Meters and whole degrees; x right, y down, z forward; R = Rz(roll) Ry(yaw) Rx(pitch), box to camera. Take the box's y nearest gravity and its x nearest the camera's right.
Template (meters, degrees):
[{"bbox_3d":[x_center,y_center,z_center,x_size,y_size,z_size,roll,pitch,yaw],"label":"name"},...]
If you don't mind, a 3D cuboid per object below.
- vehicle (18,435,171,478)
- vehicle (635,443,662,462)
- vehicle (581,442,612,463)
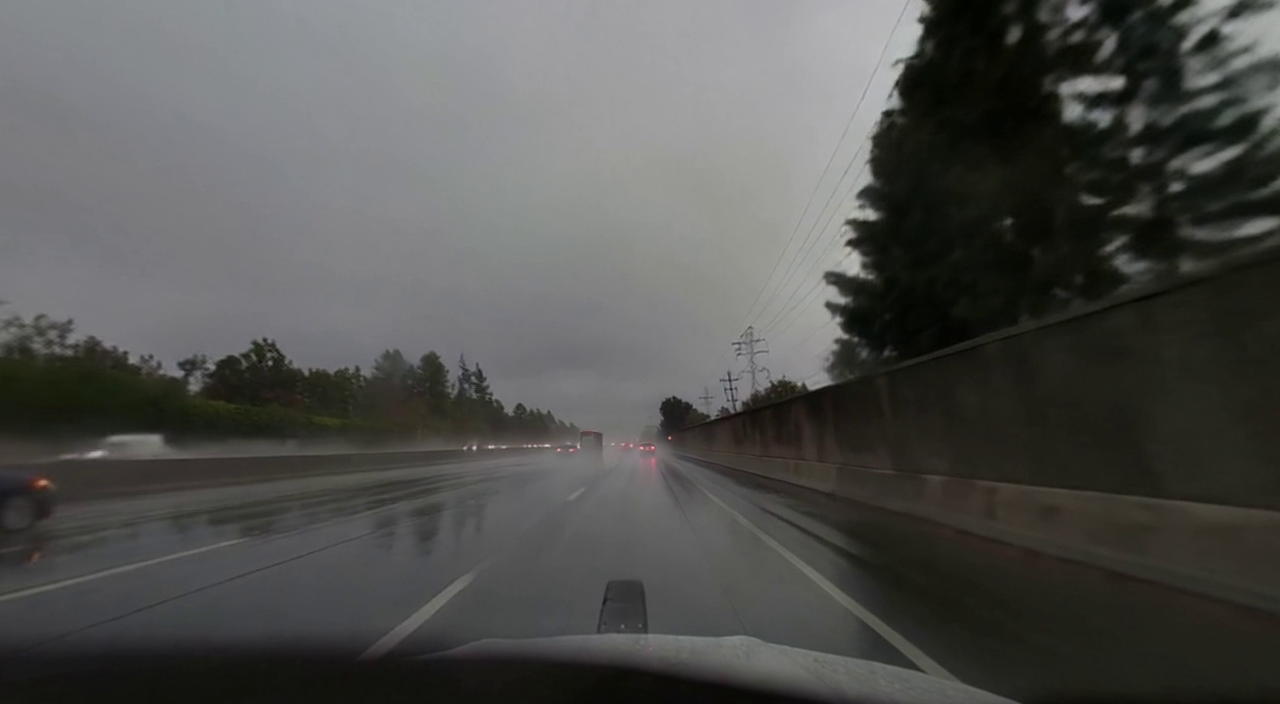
[{"bbox_3d":[-29.266,5.619,34.127,2.366,2.109,6.534,0,-8,1],"label":"vehicle"},{"bbox_3d":[0.637,7.855,49.309,2.057,1.453,3.926,0,-8,0],"label":"vehicle"},{"bbox_3d":[-3.288,7.715,48.299,2.046,1.478,4.111,0,-8,0],"label":"vehicle"}]
